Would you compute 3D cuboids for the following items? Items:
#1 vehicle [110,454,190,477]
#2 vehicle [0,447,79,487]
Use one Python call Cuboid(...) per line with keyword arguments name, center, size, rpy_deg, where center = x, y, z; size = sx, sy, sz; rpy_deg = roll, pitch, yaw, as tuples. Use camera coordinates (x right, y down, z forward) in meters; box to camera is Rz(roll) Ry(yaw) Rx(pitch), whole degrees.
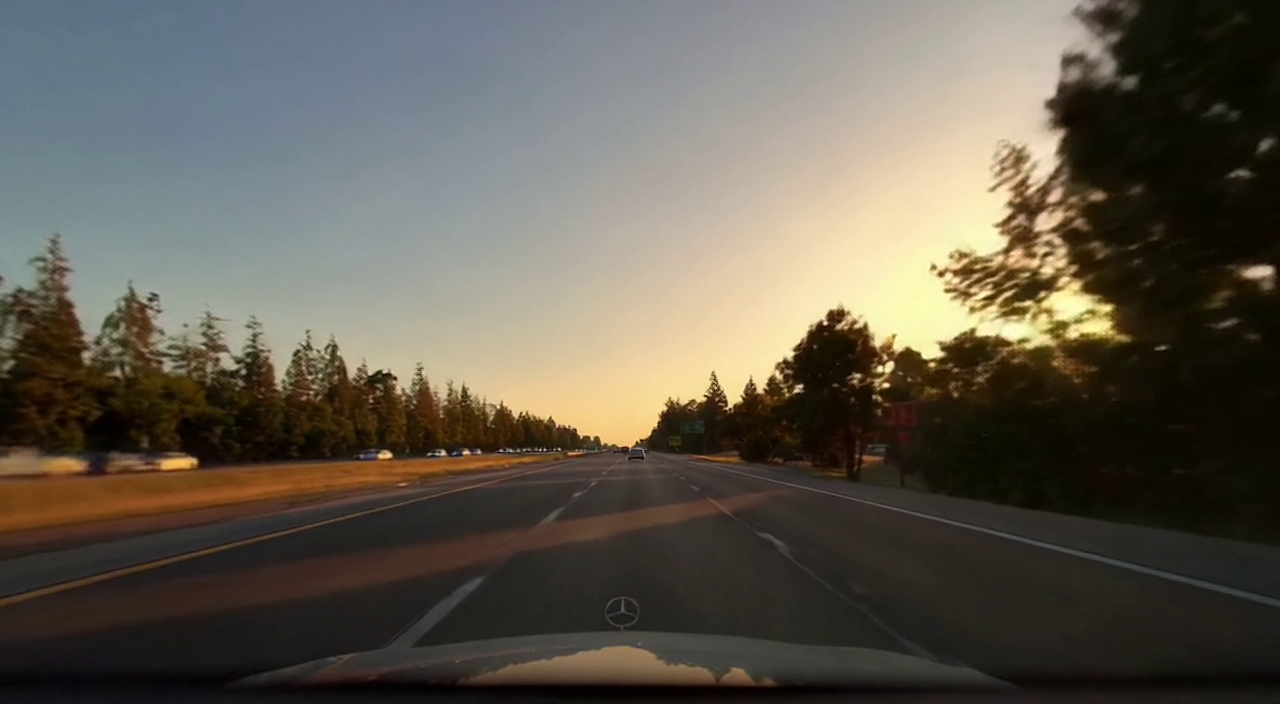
Cuboid(name="vehicle", center=(-32.106, 7.423, 41.535), size=(1.733, 1.416, 4.414), rpy_deg=(0, -9, 0))
Cuboid(name="vehicle", center=(-28.292, 5.102, 28.210), size=(1.943, 1.700, 4.869), rpy_deg=(0, -9, 0))
